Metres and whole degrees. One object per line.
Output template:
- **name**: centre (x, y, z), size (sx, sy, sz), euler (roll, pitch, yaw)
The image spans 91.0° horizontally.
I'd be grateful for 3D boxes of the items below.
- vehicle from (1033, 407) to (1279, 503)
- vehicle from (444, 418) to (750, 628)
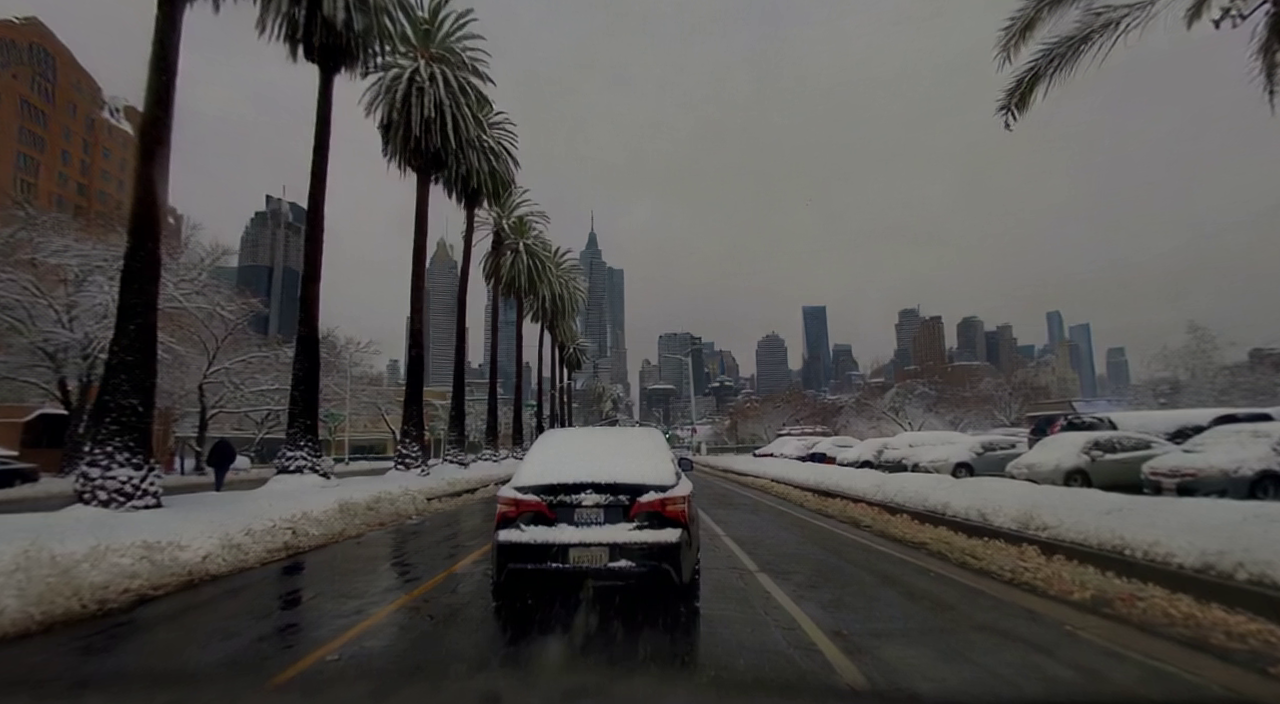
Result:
- **vehicle**: centre (12.907, 2.405, 14.986), size (5.301, 1.962, 2.431), euler (-3, -8, 4)
- **vehicle**: centre (-0.300, 1.546, 6.632), size (2.235, 1.528, 3.876), euler (0, -8, 1)
